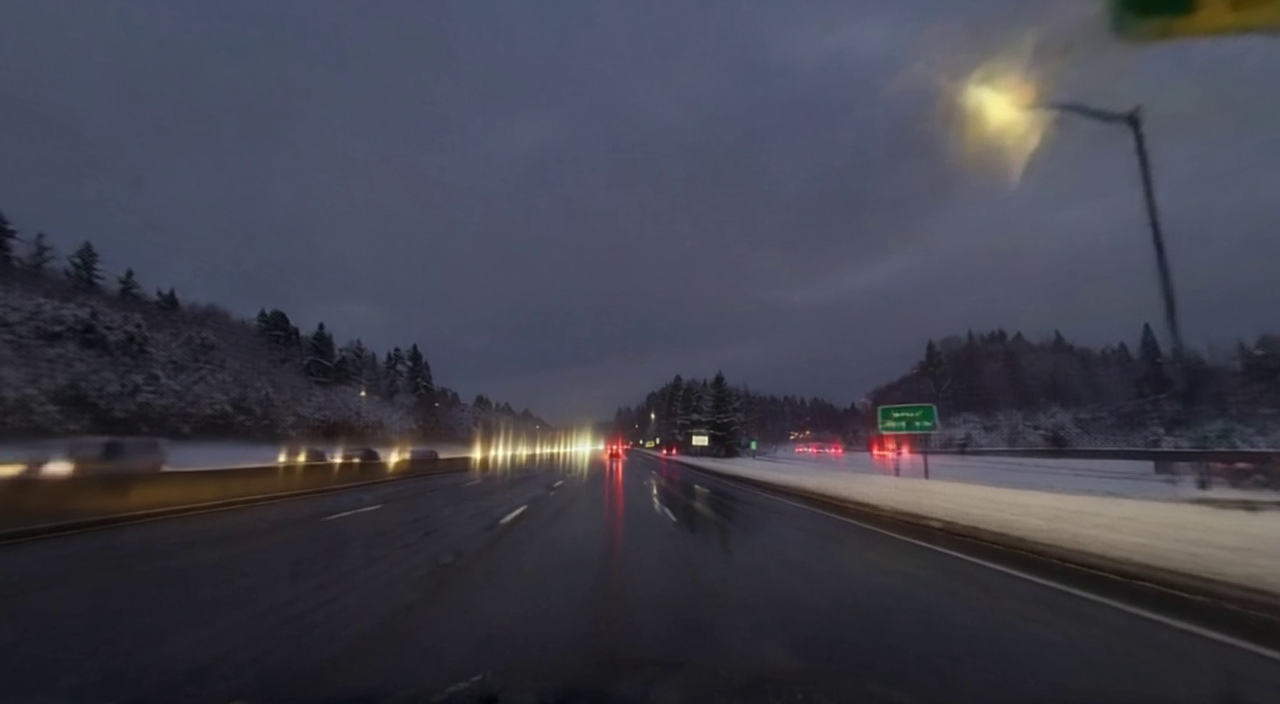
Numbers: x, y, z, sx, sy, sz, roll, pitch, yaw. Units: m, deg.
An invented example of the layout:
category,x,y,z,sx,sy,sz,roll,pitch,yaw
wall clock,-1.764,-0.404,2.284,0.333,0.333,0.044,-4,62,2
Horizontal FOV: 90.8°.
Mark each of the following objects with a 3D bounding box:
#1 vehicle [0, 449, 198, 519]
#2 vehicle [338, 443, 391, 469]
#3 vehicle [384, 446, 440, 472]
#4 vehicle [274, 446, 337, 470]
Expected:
category,x,y,z,sx,sy,sz,roll,pitch,yaw
vehicle,-13.219,3.108,15.396,1.881,1.427,4.211,0,-9,-1
vehicle,-20.421,7.700,47.013,1.926,1.769,4.800,0,-9,-2
vehicle,-13.806,6.505,38.530,1.903,1.484,4.320,0,-9,-1
vehicle,-24.275,7.704,46.069,2.085,1.655,4.713,0,-9,-2
